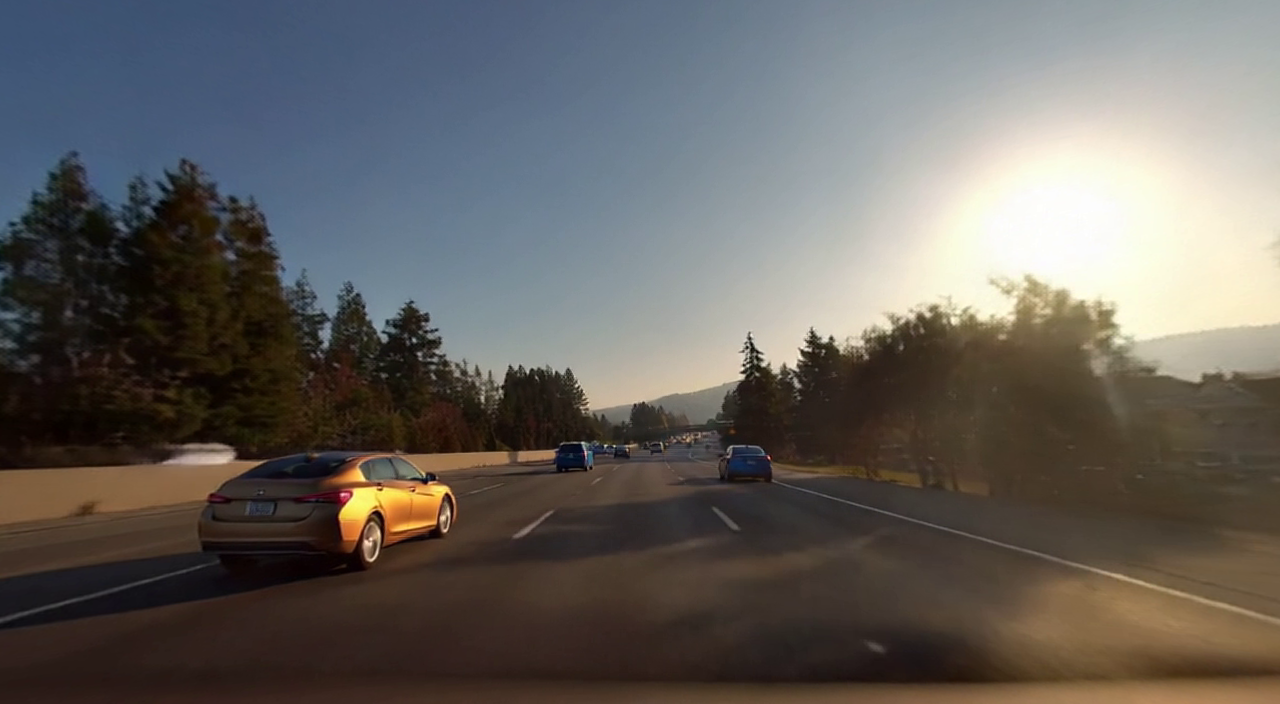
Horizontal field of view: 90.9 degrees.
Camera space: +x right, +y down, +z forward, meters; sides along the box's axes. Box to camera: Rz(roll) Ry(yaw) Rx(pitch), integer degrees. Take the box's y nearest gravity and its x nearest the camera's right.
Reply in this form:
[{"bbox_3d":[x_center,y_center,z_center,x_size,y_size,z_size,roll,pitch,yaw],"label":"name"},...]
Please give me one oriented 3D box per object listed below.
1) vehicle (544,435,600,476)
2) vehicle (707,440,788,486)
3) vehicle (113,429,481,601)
[{"bbox_3d":[-3.255,5.098,31.230,2.122,1.847,4.696,0,-8,2],"label":"vehicle"},{"bbox_3d":[3.747,3.939,22.781,2.100,1.472,4.533,0,-8,0],"label":"vehicle"},{"bbox_3d":[-3.573,1.757,7.785,1.948,1.475,4.461,0,-8,1],"label":"vehicle"}]
